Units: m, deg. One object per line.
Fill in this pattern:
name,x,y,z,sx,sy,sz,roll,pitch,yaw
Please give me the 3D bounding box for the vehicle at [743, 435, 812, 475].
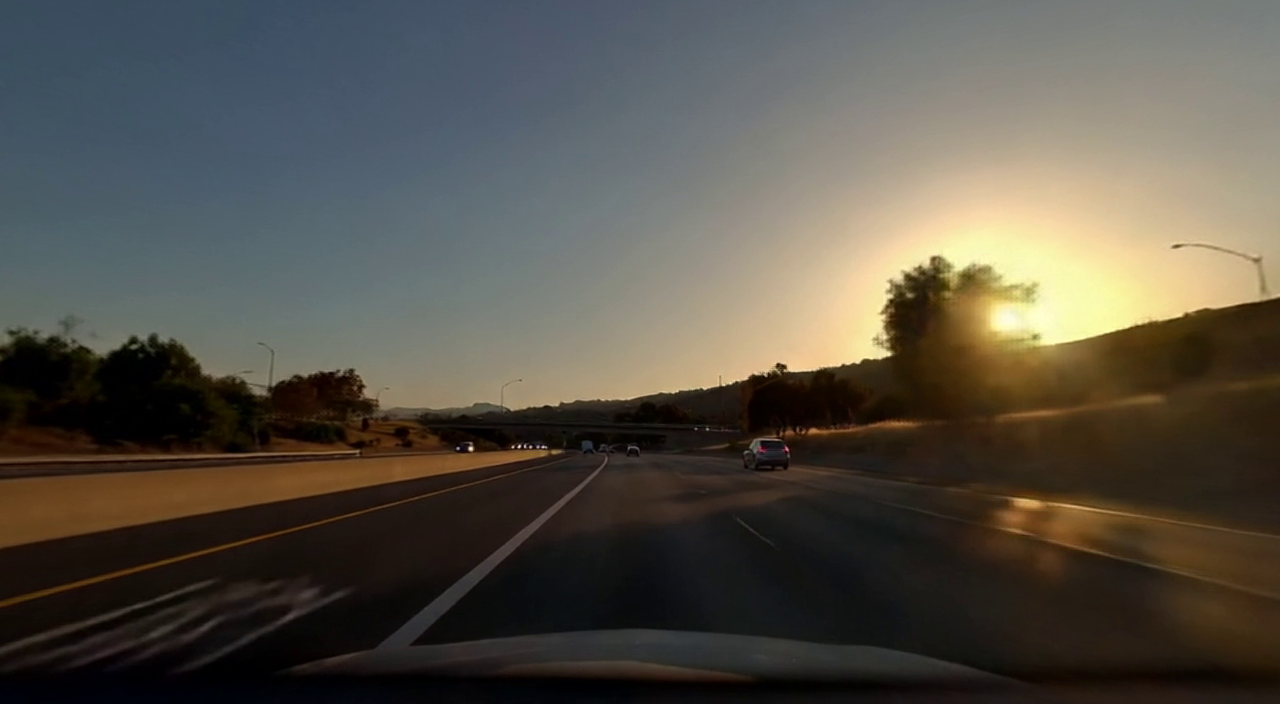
vehicle,6.362,4.827,29.798,2.104,1.723,4.538,0,-9,-2
